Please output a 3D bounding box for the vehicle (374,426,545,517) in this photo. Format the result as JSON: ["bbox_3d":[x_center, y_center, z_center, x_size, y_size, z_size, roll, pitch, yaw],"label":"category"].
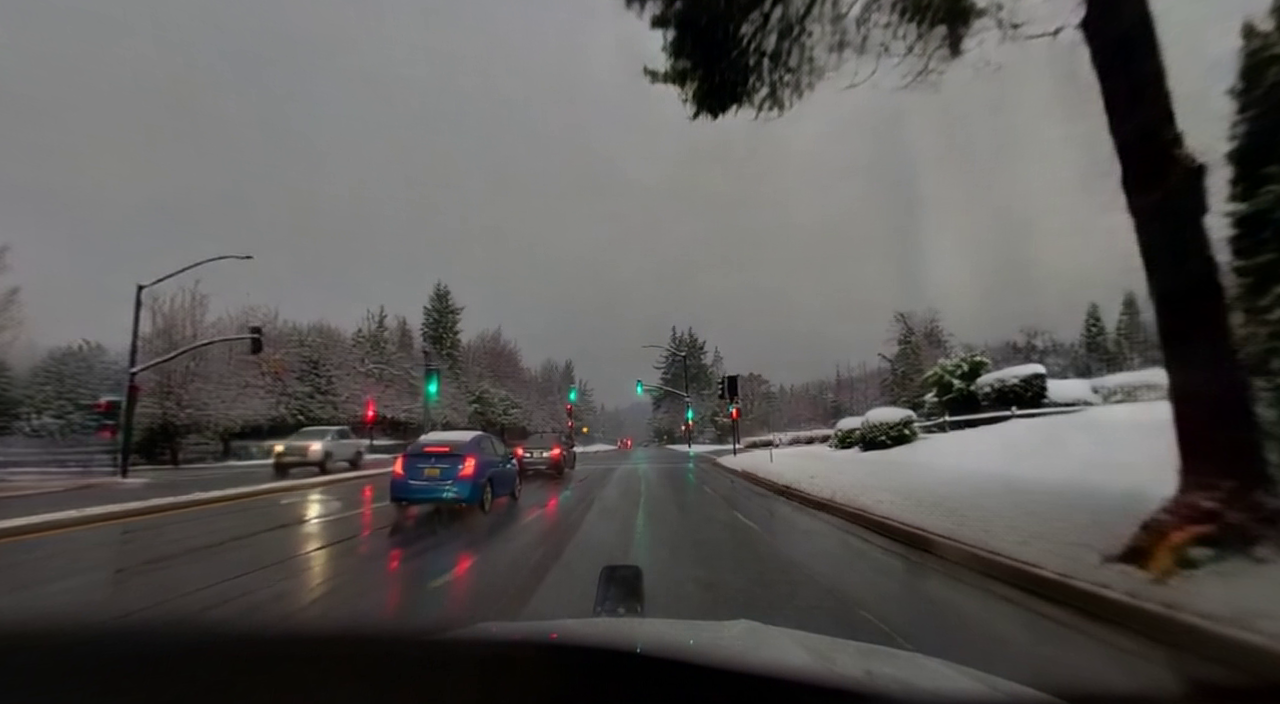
[{"bbox_3d":[-3.360,2.330,12.886,2.038,1.486,4.678,-1,-8,1],"label":"vehicle"}]

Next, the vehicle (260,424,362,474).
[{"bbox_3d":[-17.042,5.076,33.109,2.496,2.351,5.293,0,-8,0],"label":"vehicle"}]
